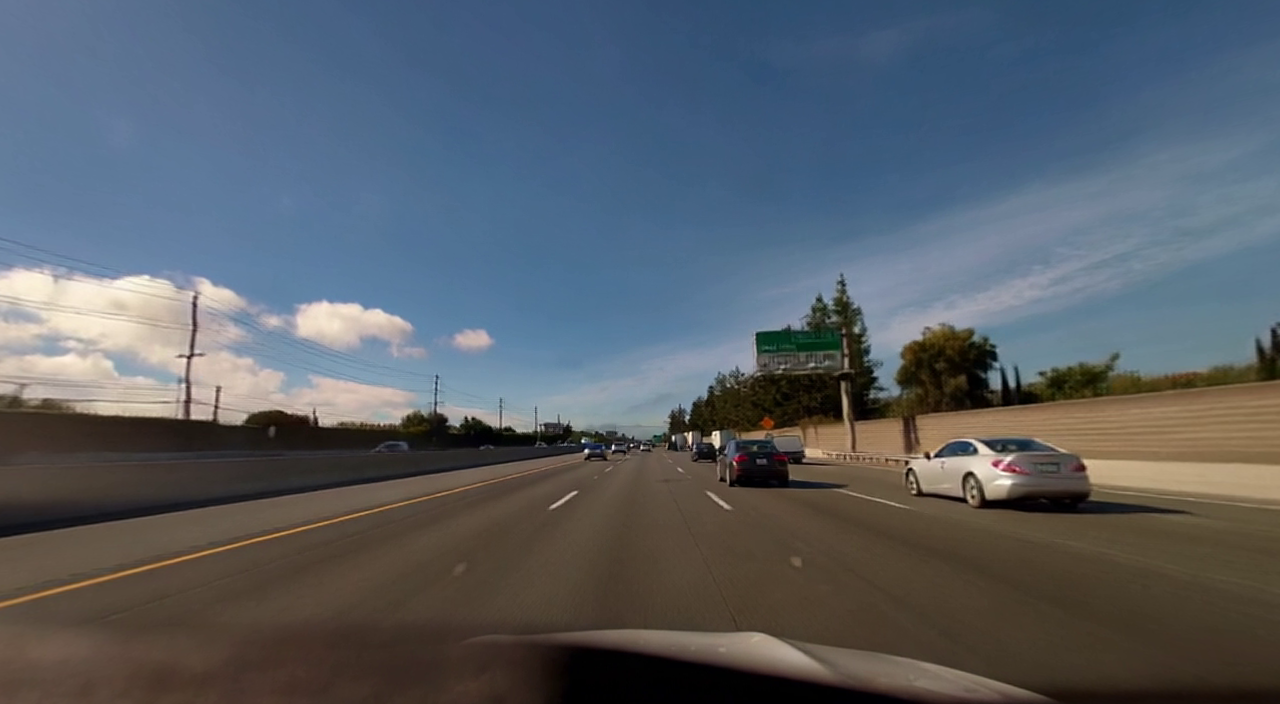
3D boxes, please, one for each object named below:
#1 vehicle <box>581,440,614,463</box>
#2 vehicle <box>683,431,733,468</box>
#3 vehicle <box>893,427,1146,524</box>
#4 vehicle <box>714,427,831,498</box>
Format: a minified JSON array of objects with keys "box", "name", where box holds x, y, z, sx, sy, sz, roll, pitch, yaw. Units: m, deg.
[{"box":[-3.165,7.491,47.635,2.106,1.682,4.395,-1,-8,2],"name":"vehicle"},{"box":[4.024,5.897,38.328,2.442,2.022,5.466,0,-8,0],"name":"vehicle"},{"box":[7.026,2.318,12.507,1.988,1.518,4.856,0,-8,0],"name":"vehicle"},{"box":[3.387,2.935,17.125,2.146,1.639,4.475,0,-8,-1],"name":"vehicle"}]
